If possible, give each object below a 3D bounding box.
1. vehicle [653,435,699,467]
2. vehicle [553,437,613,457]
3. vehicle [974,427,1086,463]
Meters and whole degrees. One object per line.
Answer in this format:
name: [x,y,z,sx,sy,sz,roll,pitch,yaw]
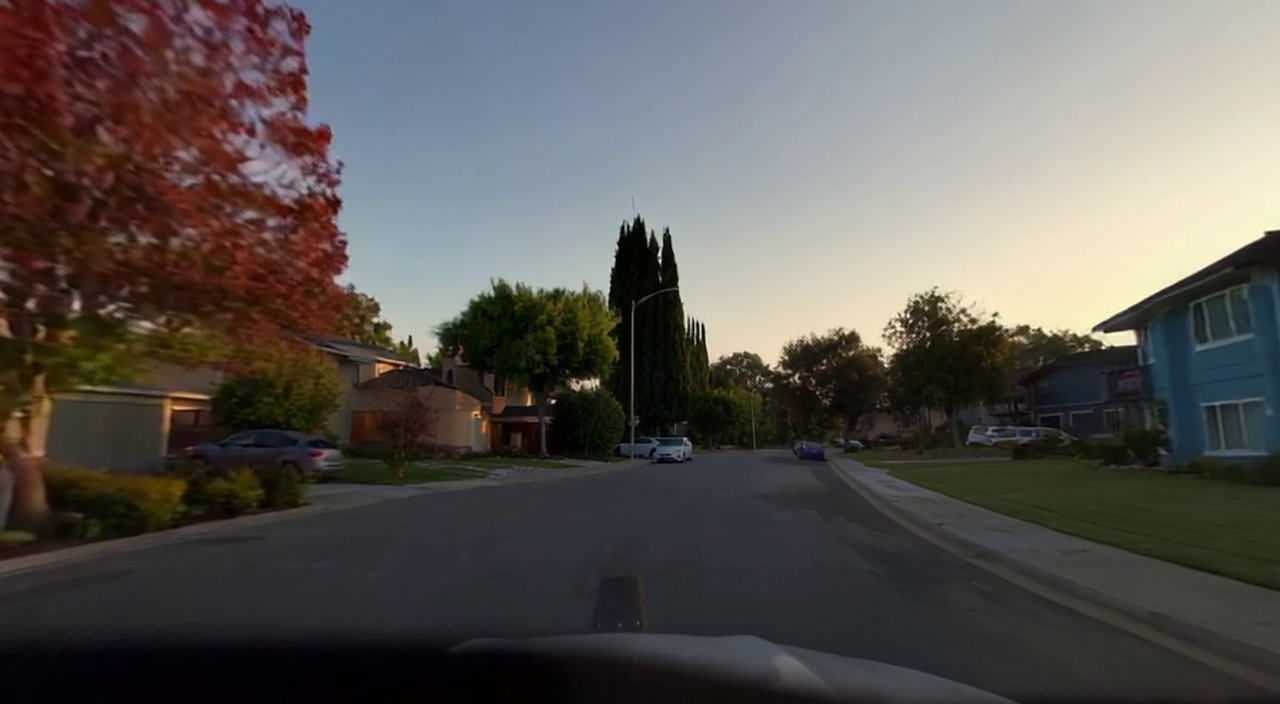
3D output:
vehicle: [2.388,6.324,40.799,2.215,1.859,4.765,-1,-7,13]
vehicle: [-4.397,7.237,48.403,4.376,1.458,2.046,2,-7,-9]
vehicle: [19.738,4.696,32.103,4.384,1.688,1.956,1,-8,-2]
